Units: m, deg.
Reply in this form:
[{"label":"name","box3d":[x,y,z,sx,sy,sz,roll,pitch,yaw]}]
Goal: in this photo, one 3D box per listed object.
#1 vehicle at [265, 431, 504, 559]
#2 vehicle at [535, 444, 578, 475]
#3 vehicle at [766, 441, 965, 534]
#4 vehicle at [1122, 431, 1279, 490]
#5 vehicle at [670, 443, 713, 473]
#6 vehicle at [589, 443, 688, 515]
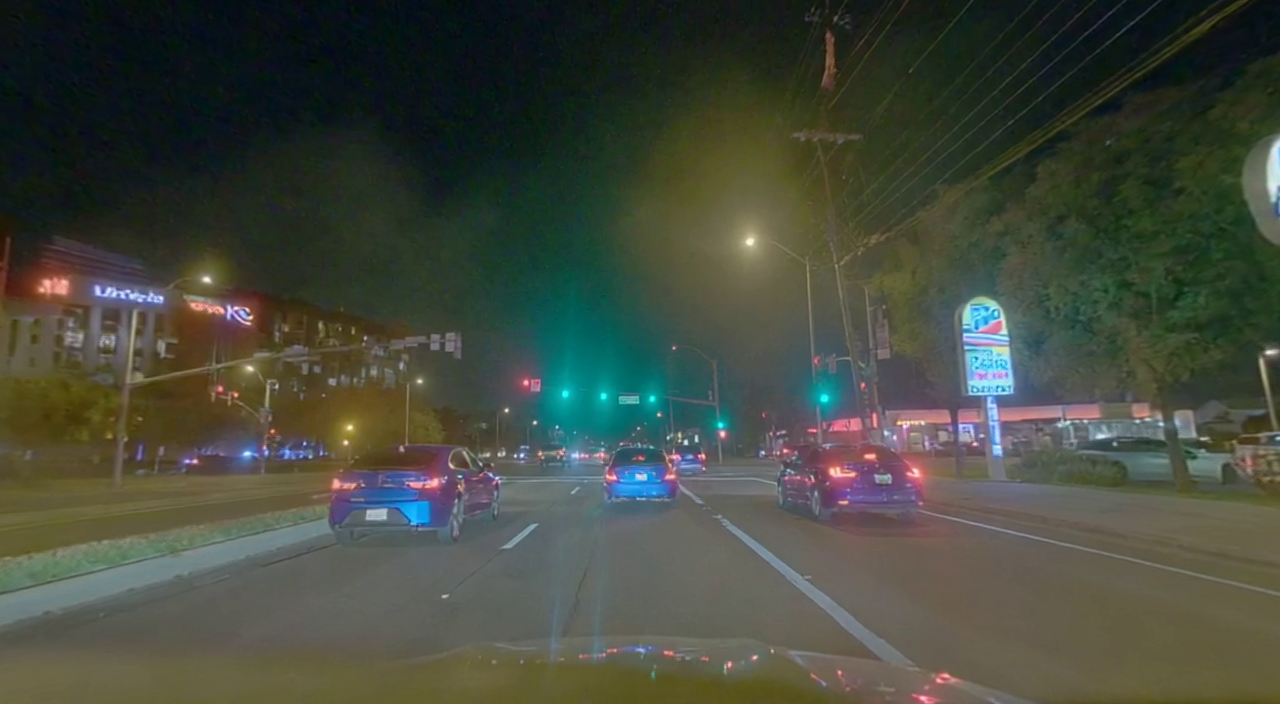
[{"label":"vehicle","box3d":[-3.705,2.137,10.302,2.035,1.564,4.702,0,-9,-2]},{"label":"vehicle","box3d":[-4.632,6.004,35.531,1.932,1.606,4.157,0,-9,-1]},{"label":"vehicle","box3d":[4.166,2.579,12.779,2.119,1.479,4.910,0,-9,-1]},{"label":"vehicle","box3d":[16.476,2.943,17.406,4.802,1.480,2.126,1,-9,-6]},{"label":"vehicle","box3d":[2.968,6.213,37.188,1.986,1.660,4.006,0,-9,-2]},{"label":"vehicle","box3d":[-0.114,2.965,15.331,2.072,1.473,4.139,0,-9,-2]}]
